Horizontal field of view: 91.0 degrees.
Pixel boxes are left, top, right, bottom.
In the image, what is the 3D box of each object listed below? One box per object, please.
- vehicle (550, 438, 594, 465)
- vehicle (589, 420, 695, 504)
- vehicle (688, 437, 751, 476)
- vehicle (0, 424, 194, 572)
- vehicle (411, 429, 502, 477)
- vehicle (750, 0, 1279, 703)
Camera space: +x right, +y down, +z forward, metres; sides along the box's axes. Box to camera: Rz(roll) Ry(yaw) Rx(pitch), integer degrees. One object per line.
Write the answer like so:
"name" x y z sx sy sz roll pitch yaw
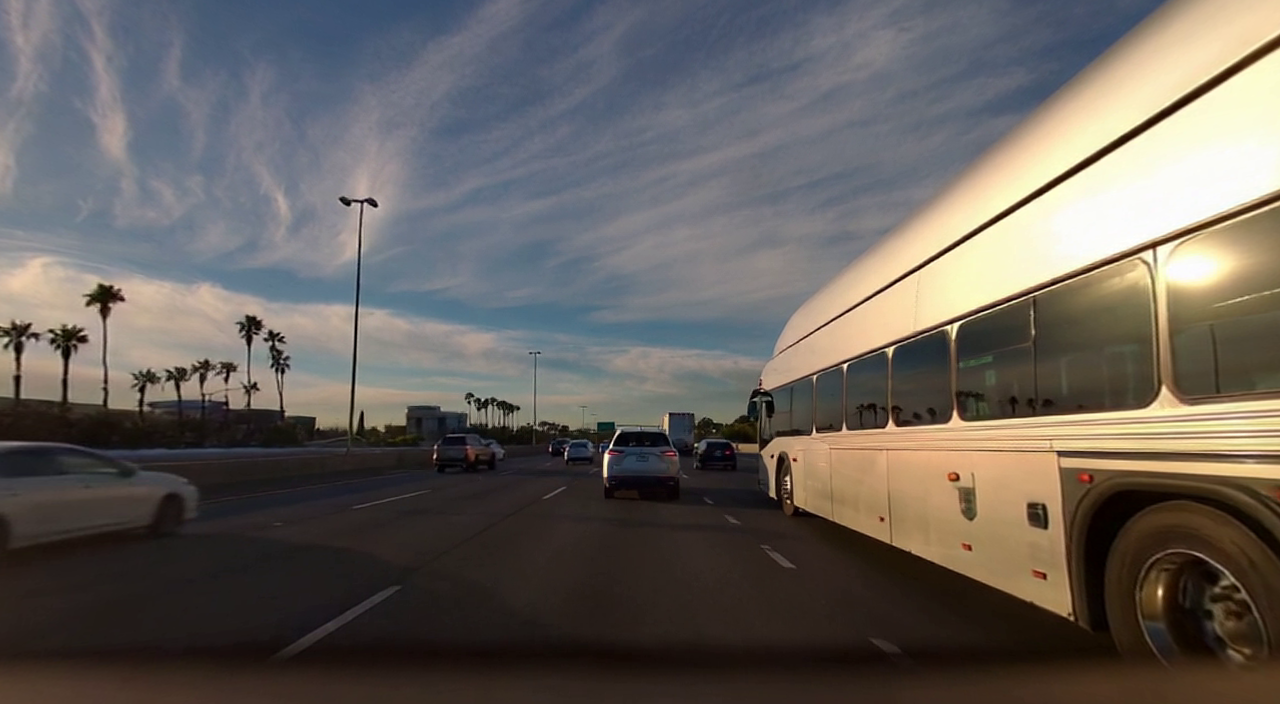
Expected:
"vehicle" -4.047 6.046 38.246 2.040 1.536 4.680 0 -9 1
"vehicle" 0.075 2.686 15.691 2.268 1.796 4.280 0 -9 1
"vehicle" 3.339 4.503 27.344 2.039 1.516 4.521 0 -9 -2
"vehicle" -7.608 1.612 7.183 1.980 1.508 4.111 0 -9 0
"vehicle" -7.441 4.176 26.159 2.215 1.795 4.966 0 -9 1
"vehicle" 3.960 0.399 6.614 3.020 3.622 14.302 0 -9 0
